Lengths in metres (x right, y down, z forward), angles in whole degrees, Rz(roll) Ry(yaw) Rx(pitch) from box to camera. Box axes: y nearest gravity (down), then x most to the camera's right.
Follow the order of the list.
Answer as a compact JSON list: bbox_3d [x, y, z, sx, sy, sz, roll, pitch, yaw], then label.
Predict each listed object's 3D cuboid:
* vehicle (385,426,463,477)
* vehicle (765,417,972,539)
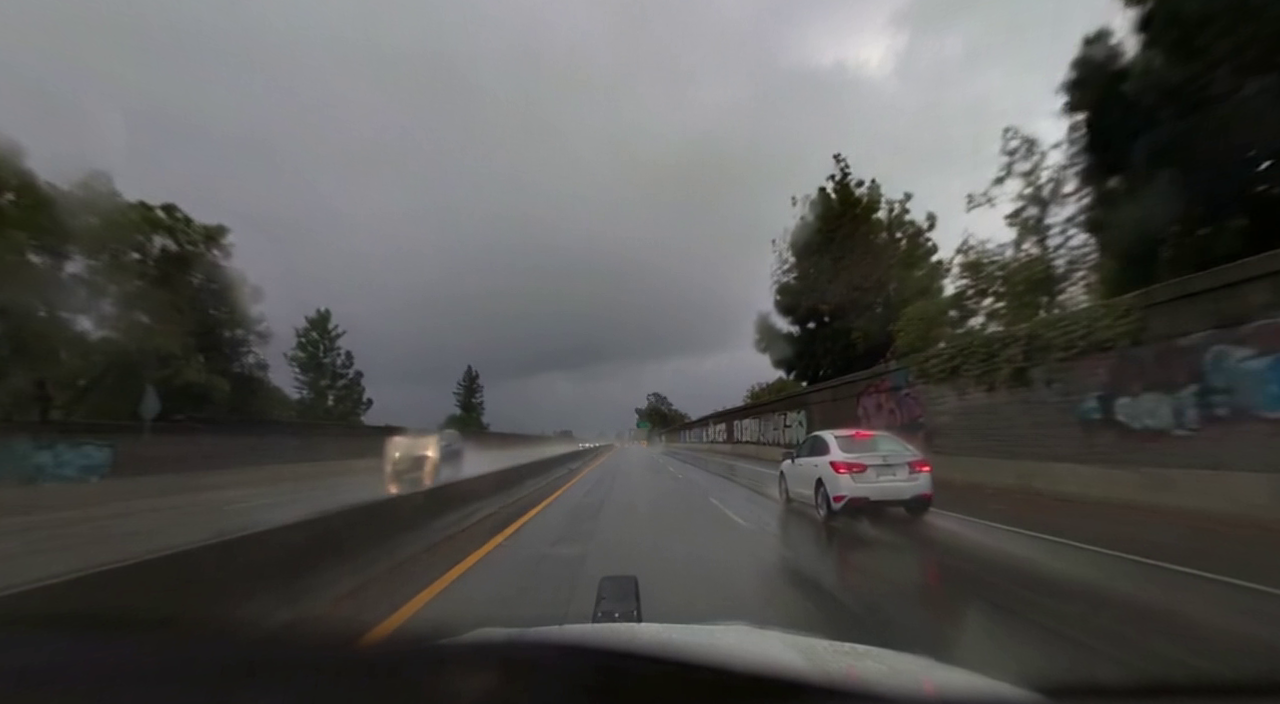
[{"bbox_3d":[-11.791,5.444,34.960,2.406,2.526,5.787,0,-8,-2],"label":"vehicle"},{"bbox_3d":[3.327,1.881,10.029,1.841,1.556,3.618,0,-8,-1],"label":"vehicle"}]
